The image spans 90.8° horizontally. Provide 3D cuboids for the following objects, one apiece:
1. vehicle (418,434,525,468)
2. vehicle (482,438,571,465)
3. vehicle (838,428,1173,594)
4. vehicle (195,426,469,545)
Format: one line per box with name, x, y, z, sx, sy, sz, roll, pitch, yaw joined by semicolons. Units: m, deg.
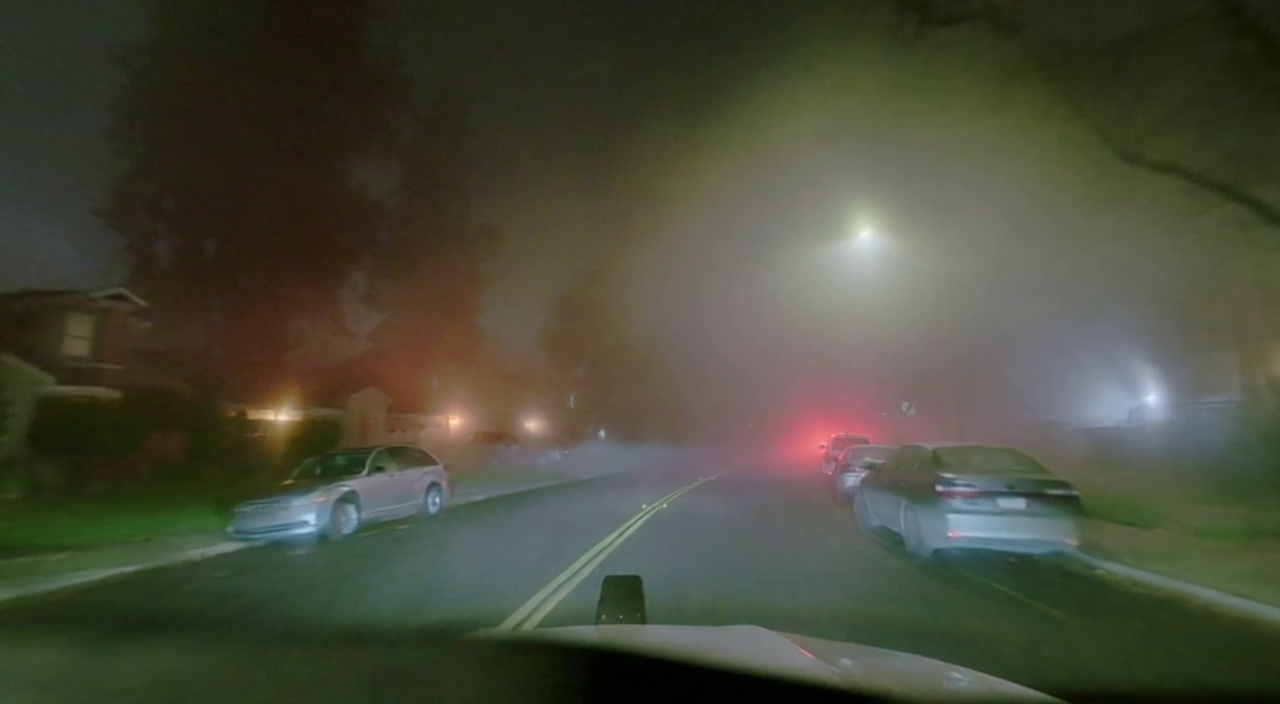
vehicle;-8.333;4.921;31.353;4.635;1.594;2.132;-3;-9;17
vehicle;-6.299;5.555;35.210;4.455;1.419;2.017;-3;-9;16
vehicle;4.109;1.821;8.320;2.045;1.478;4.914;-1;-8;8
vehicle;-5.218;2.310;11.719;2.030;1.696;4.828;-2;-9;10
